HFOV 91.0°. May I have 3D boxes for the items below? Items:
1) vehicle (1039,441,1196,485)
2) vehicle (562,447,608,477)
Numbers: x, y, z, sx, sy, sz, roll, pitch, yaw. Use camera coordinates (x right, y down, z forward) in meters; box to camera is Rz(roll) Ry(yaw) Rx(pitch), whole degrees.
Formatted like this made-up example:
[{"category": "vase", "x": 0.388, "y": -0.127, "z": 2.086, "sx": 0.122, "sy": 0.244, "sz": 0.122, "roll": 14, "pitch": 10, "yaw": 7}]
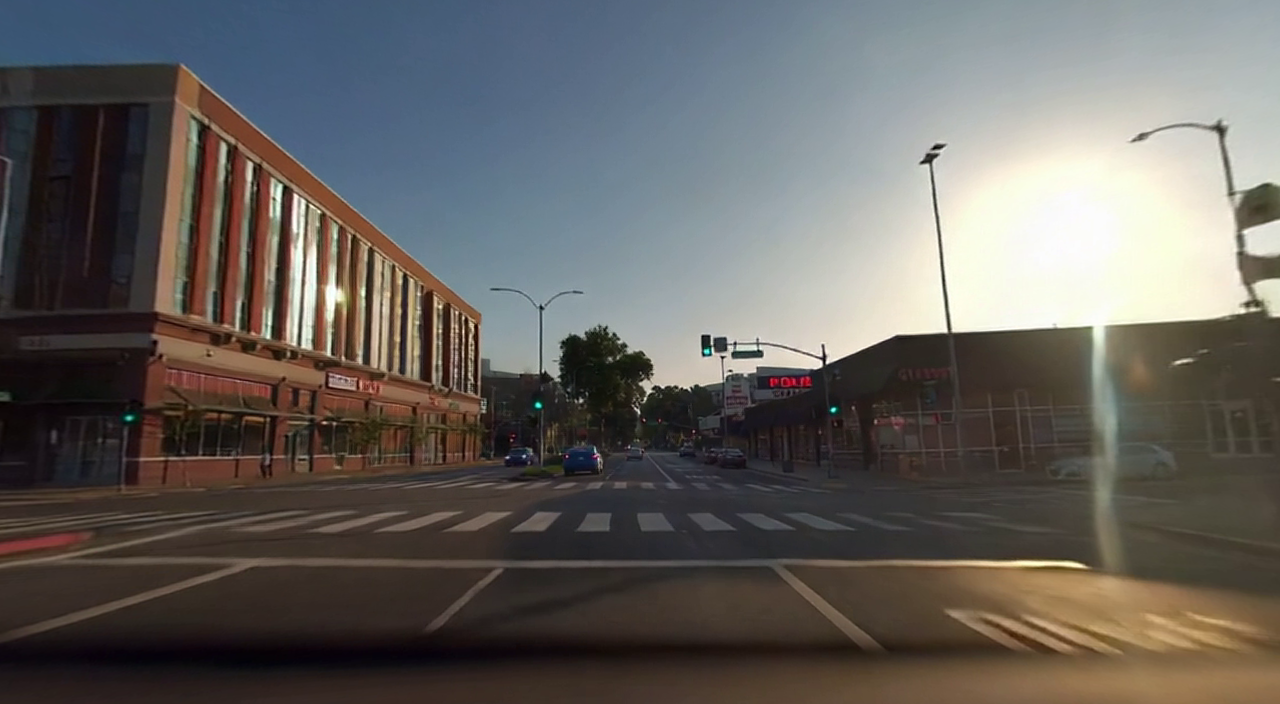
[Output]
[{"category": "vehicle", "x": 17.375, "y": 4.042, "z": 23.069, "sx": 4.040, "sy": 1.514, "sz": 2.095, "roll": 0, "pitch": -9, "yaw": -1}, {"category": "vehicle", "x": -2.838, "y": 5.783, "z": 33.322, "sx": 2.078, "sy": 1.471, "sz": 4.217, "roll": 0, "pitch": -8, "yaw": 0}]
